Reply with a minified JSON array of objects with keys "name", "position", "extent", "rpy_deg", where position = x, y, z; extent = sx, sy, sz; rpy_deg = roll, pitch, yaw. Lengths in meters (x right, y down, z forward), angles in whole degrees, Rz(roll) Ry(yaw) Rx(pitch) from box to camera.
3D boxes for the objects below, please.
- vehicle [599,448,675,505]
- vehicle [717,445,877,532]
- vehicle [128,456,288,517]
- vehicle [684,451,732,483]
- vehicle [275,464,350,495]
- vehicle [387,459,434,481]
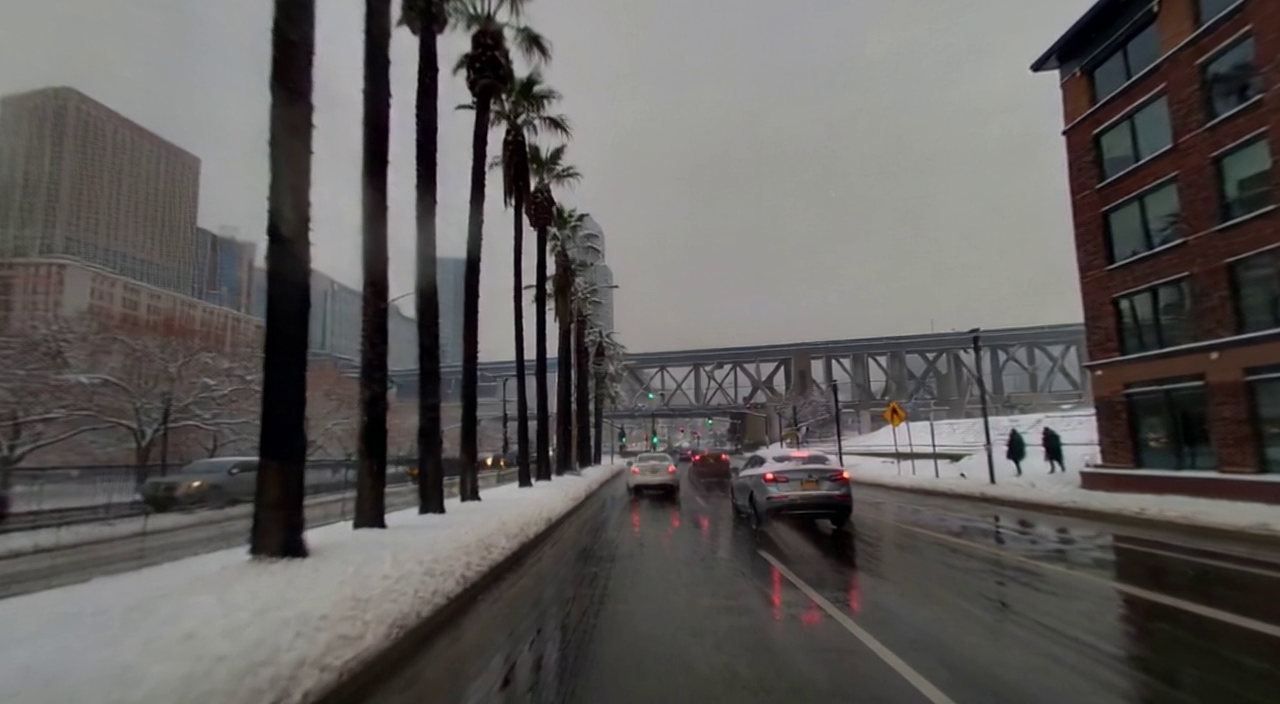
[{"name":"vehicle","position":[-0.033,3.684,19.093],"extent":[2.077,1.518,3.760],"rpy_deg":[0,-9,1]},{"name":"vehicle","position":[3.082,2.800,13.651],"extent":[2.051,1.509,4.933],"rpy_deg":[0,-9,-2]},{"name":"vehicle","position":[-14.665,4.543,21.816],"extent":[2.104,1.802,4.852],"rpy_deg":[0,-9,-1]},{"name":"vehicle","position":[3.379,5.783,31.910],"extent":[2.115,1.500,3.524],"rpy_deg":[0,-9,1]},{"name":"vehicle","position":[-18.446,7.176,35.693],"extent":[1.873,1.468,4.485],"rpy_deg":[0,-9,0]},{"name":"vehicle","position":[-17.631,9.068,48.474],"extent":[1.887,1.569,4.014],"rpy_deg":[-1,-9,3]}]
